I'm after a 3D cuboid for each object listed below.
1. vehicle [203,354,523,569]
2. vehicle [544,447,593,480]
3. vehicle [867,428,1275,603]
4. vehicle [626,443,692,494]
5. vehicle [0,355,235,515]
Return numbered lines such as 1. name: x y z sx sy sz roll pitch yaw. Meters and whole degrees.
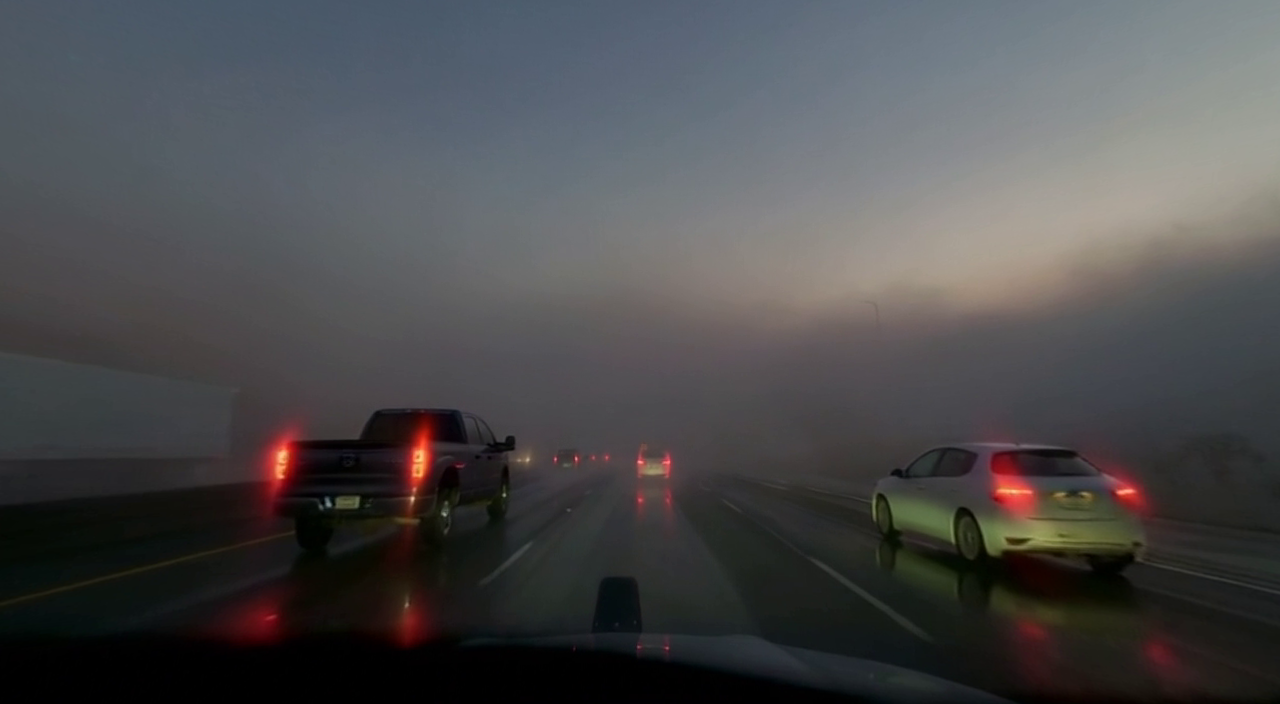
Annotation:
1. vehicle: -3.743 1.714 10.307 2.523 2.458 6.022 0 -9 0
2. vehicle: -3.544 5.596 31.783 1.940 1.502 4.463 0 -9 0
3. vehicle: 4.505 1.736 7.533 1.961 1.491 4.035 0 -9 -1
4. vehicle: 0.564 3.946 21.571 2.015 1.526 4.286 0 -9 -1
5. vehicle: -17.694 2.362 17.450 2.916 4.023 14.198 -1 -9 2
